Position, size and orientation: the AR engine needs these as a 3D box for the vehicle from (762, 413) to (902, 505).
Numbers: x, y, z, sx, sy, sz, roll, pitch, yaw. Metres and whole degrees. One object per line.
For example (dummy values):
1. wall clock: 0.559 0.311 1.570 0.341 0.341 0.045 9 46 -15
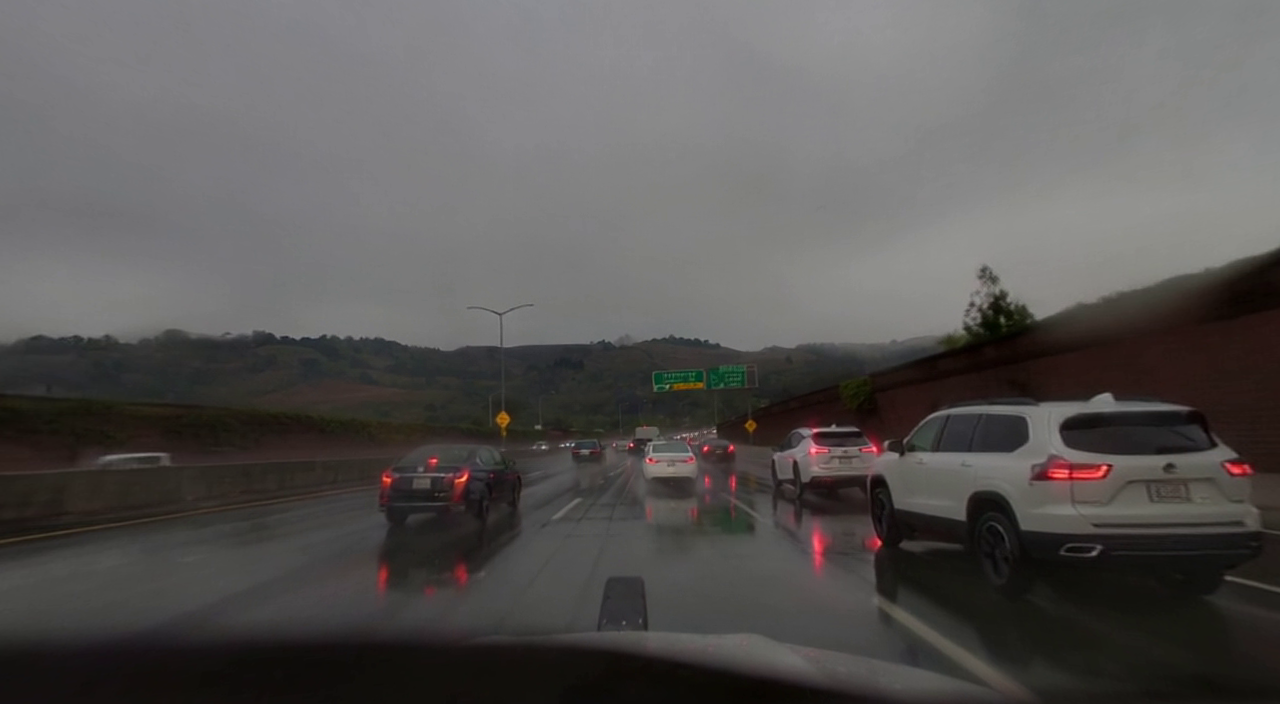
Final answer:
1. vehicle: 4.383 2.532 15.298 1.970 1.872 4.575 0 -8 0

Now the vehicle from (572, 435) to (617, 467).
1. vehicle: -2.628 5.869 37.540 2.154 1.793 4.736 0 -8 2

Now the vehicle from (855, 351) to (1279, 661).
1. vehicle: 3.767 1.211 5.973 1.930 1.831 4.344 0 -8 0

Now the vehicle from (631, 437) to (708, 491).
1. vehicle: 0.782 3.369 19.388 2.105 1.471 3.978 0 -8 -1

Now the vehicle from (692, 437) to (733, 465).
1. vehicle: 4.079 5.658 36.141 1.855 1.513 3.915 0 -8 -1

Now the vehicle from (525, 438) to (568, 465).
1. vehicle: -6.470 6.919 44.162 2.055 1.751 4.825 0 -8 2

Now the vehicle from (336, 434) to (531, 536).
1. vehicle: -3.403 2.260 11.439 1.961 1.456 4.362 0 -8 2
